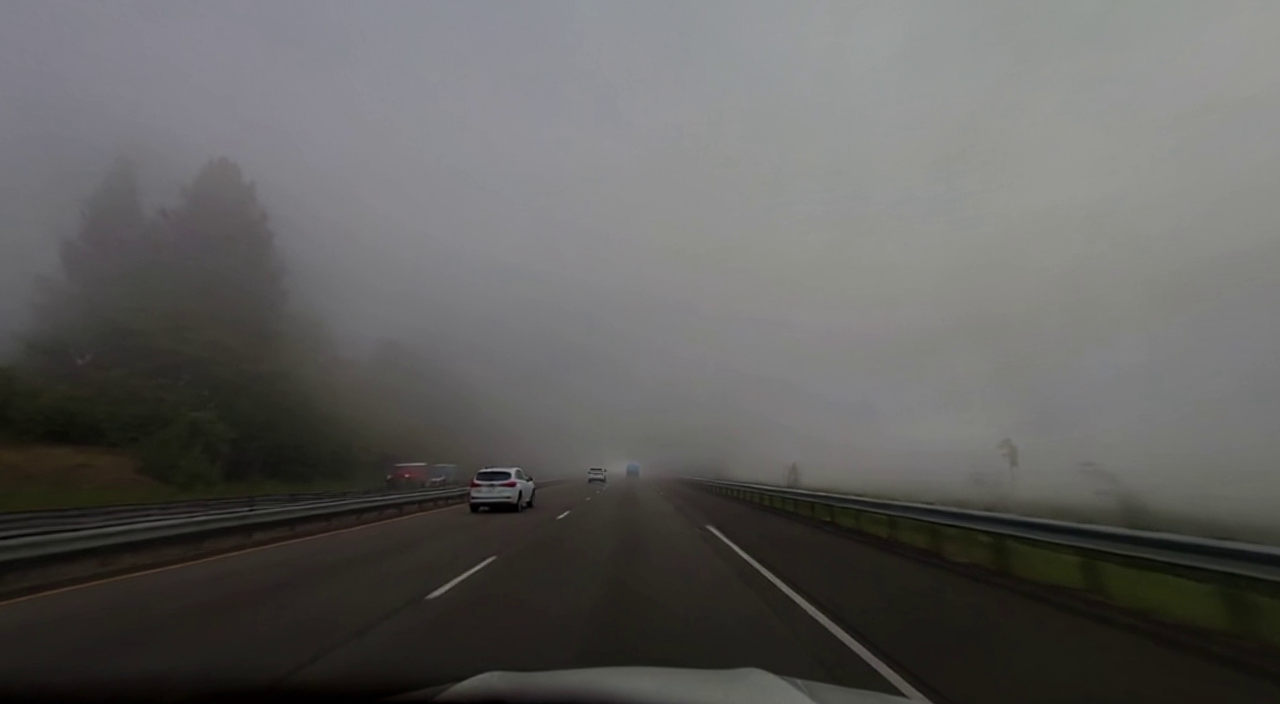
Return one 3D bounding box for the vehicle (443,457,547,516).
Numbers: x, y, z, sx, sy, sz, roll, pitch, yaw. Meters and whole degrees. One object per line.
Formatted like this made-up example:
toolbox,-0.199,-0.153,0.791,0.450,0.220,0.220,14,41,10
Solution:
vehicle,-4.269,4.083,19.367,2.040,1.525,4.603,1,-11,1
